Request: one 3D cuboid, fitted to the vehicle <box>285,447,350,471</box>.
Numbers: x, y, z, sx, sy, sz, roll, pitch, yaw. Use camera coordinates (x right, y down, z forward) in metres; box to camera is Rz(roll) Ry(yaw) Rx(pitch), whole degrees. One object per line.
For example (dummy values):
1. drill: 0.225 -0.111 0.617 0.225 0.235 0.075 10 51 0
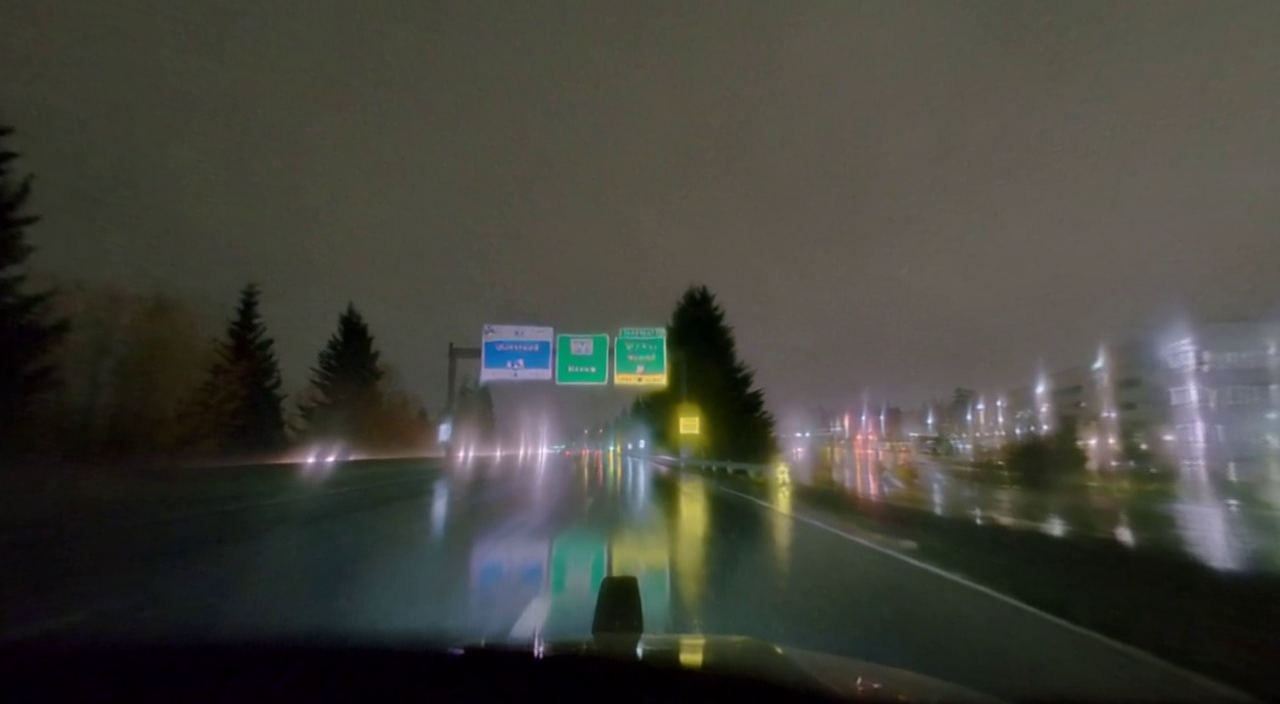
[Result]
1. vehicle: -20.900 6.953 40.874 1.890 1.476 4.637 0 -9 -1
